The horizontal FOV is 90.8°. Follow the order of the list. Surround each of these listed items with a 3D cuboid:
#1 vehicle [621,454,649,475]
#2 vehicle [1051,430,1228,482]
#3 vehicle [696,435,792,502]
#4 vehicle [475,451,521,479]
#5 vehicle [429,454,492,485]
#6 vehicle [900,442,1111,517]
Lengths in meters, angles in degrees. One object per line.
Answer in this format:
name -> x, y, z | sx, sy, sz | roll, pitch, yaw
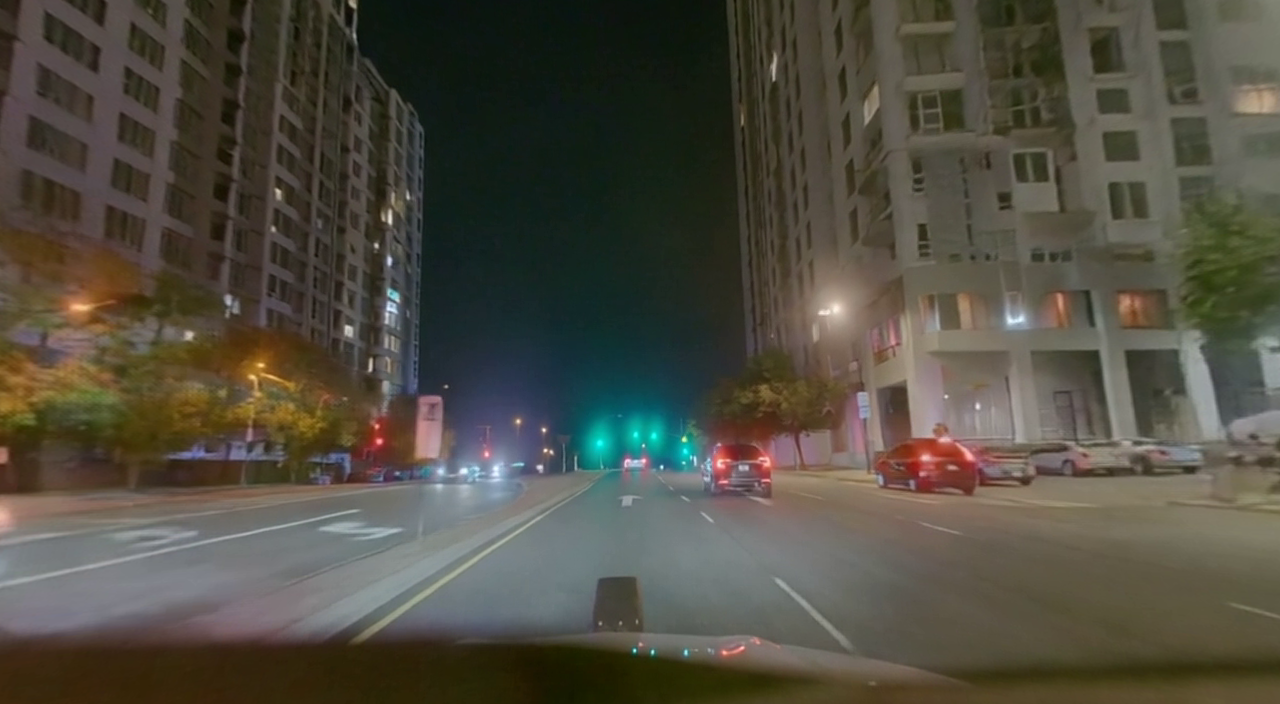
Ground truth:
vehicle -> -0.460, 8.728, 49.304 | 2.059, 1.492, 4.033 | 0, -8, -2
vehicle -> 16.956, 3.527, 21.575 | 4.612, 1.632, 1.858 | 1, -8, -6
vehicle -> 3.155, 3.638, 20.243 | 2.129, 1.844, 4.767 | 0, -8, -2
vehicle -> -9.533, 7.584, 42.760 | 1.939, 1.744, 5.079 | 0, -8, 0
vehicle -> -9.343, 6.141, 33.291 | 1.905, 1.451, 4.425 | 0, -8, 2
vehicle -> 8.634, 3.001, 15.648 | 1.940, 1.512, 5.129 | 0, -8, -3
